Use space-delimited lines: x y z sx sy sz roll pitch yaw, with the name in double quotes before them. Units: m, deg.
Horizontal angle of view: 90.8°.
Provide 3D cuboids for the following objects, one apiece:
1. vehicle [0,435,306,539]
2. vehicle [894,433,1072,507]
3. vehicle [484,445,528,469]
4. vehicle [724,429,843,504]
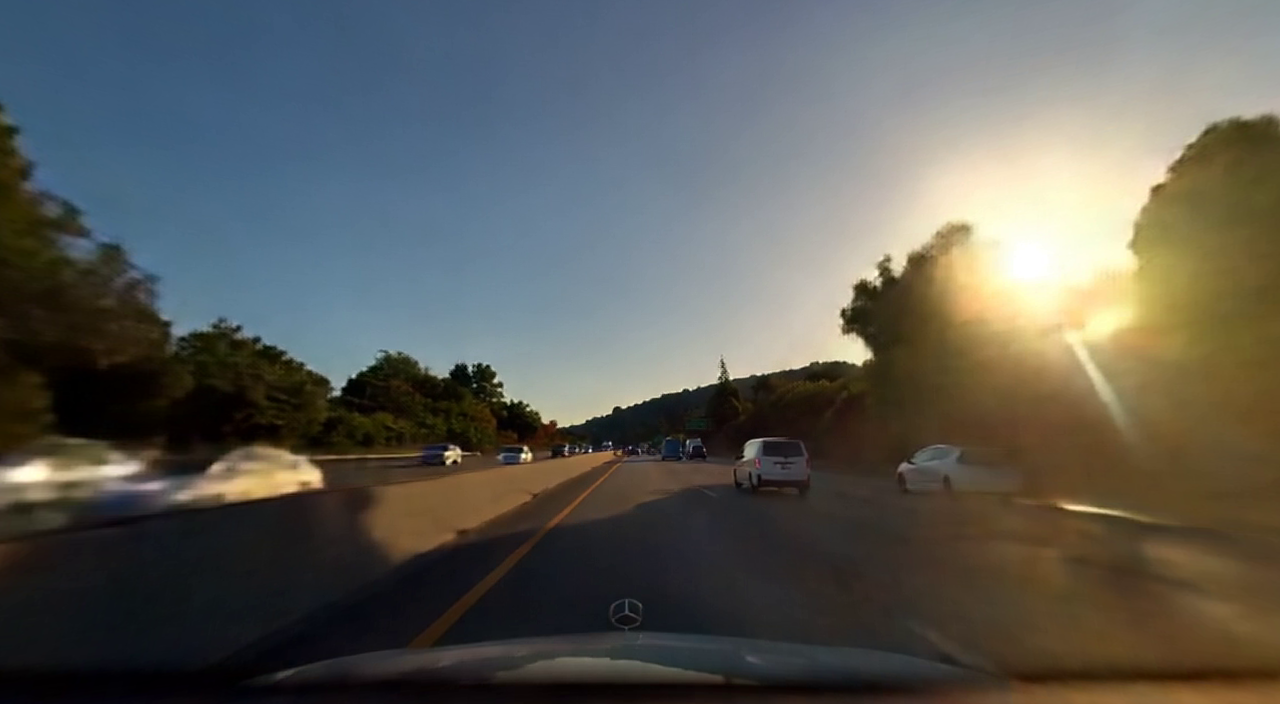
"vehicle" -8.338 2.296 11.417 2.015 1.467 4.629 0 -9 1
"vehicle" 8.636 2.996 16.476 2.018 1.636 4.510 0 -9 -1
"vehicle" -8.578 6.763 40.826 1.896 1.478 4.403 0 -9 0
"vehicle" 3.711 3.059 17.277 2.070 1.751 4.576 0 -9 -1
